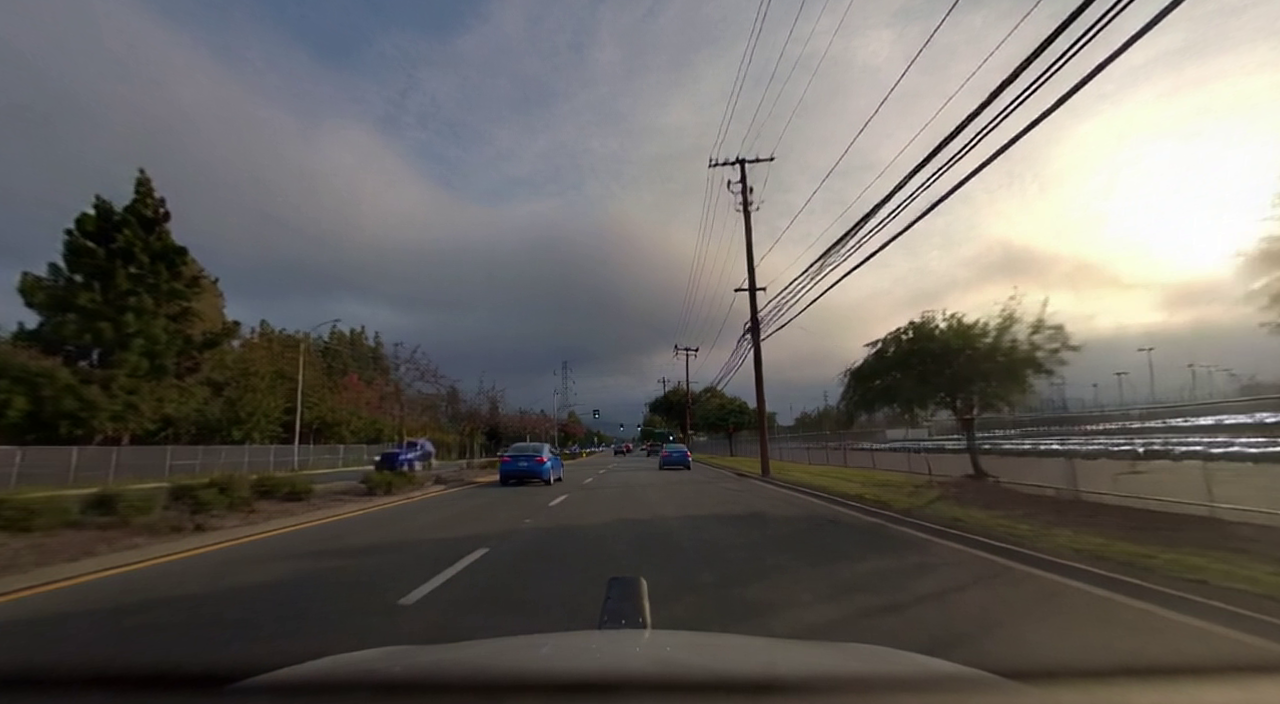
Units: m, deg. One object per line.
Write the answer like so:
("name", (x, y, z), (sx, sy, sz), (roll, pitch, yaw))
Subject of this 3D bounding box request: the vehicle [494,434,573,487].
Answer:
("vehicle", (-3.648, 3.813, 22.369), (1.950, 1.692, 4.397), (0, -8, 1))

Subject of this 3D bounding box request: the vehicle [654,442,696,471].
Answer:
("vehicle", (1.853, 5.737, 34.576), (2.059, 1.486, 3.980), (0, -8, 0))

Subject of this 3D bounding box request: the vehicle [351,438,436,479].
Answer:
("vehicle", (-12.126, 5.249, 31.322), (2.090, 1.815, 5.244), (0, -8, 1))
